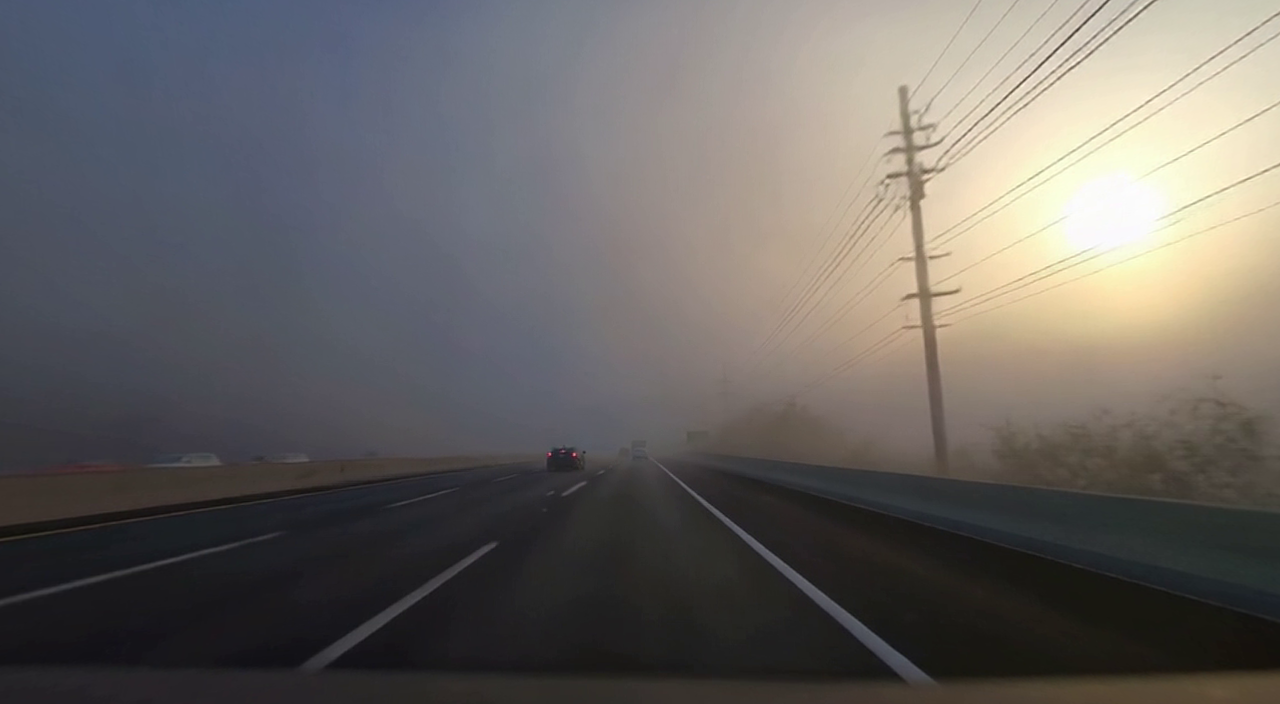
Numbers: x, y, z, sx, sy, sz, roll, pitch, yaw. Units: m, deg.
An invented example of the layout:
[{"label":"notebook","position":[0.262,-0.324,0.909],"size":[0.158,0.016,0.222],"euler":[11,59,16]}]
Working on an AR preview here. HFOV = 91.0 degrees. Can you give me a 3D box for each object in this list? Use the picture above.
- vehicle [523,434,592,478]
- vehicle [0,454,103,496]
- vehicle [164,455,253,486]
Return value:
[{"label":"vehicle","position":[-3.853,5.029,30.647],"size":[2.577,1.939,5.408],"euler":[0,-9,1]},{"label":"vehicle","position":[-28.807,5.794,30.065],"size":[2.006,1.760,4.774],"euler":[0,-9,0]},{"label":"vehicle","position":[-23.695,6.495,34.826],"size":[1.858,1.519,4.489],"euler":[0,-9,-2]}]
